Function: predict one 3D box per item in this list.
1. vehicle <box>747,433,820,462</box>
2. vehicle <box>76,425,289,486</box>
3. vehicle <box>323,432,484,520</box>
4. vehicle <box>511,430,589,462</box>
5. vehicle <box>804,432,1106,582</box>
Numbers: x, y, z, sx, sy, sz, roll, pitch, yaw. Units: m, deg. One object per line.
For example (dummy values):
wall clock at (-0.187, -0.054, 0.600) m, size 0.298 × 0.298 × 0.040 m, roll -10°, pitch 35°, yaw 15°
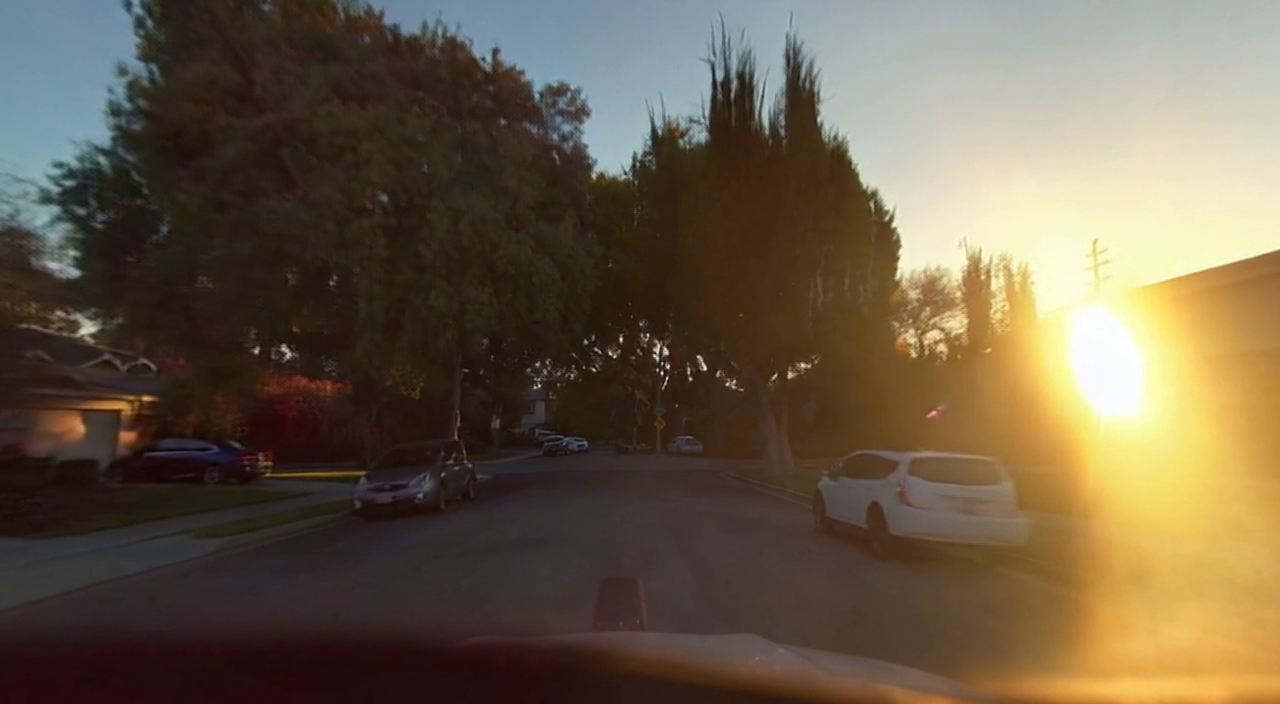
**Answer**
vehicle at (10.579, 7.084, 46.860) m, size 4.919 × 1.969 × 2.104 m, roll 1°, pitch -9°, yaw 2°
vehicle at (-14.078, 3.200, 19.683) m, size 5.088 × 1.792 × 1.966 m, roll 0°, pitch -9°, yaw 1°
vehicle at (-5.056, 2.701, 14.289) m, size 1.887 × 1.660 × 4.312 m, roll 0°, pitch -8°, yaw 1°
vehicle at (-6.602, 6.965, 46.975) m, size 5.419 × 2.292 × 2.272 m, roll 0°, pitch -7°, yaw 0°
vehicle at (3.705, 1.868, 8.423) m, size 1.945 × 1.495 × 3.983 m, roll 0°, pitch -8°, yaw 0°
